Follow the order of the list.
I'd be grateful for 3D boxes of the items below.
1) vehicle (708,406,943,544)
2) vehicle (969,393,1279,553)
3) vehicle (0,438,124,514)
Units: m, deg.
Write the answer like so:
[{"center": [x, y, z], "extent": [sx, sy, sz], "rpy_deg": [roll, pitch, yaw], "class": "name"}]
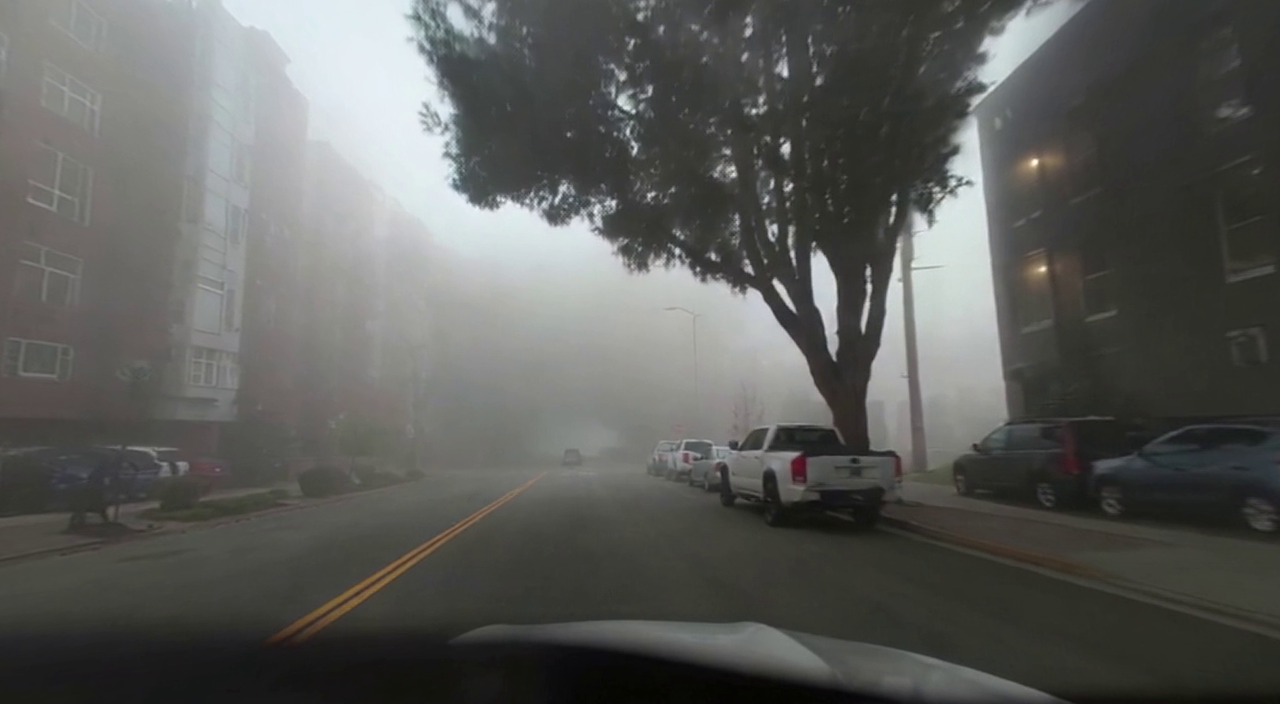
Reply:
[{"center": [3.047, 2.226, 12.171], "extent": [2.292, 1.974, 5.853], "rpy_deg": [1, -8, -5], "class": "vehicle"}, {"center": [8.437, 1.738, 10.319], "extent": [2.282, 1.893, 6.027], "rpy_deg": [-1, -7, -6], "class": "vehicle"}, {"center": [-18.082, 3.291, 16.933], "extent": [5.985, 1.901, 2.234], "rpy_deg": [1, -8, -7], "class": "vehicle"}]
